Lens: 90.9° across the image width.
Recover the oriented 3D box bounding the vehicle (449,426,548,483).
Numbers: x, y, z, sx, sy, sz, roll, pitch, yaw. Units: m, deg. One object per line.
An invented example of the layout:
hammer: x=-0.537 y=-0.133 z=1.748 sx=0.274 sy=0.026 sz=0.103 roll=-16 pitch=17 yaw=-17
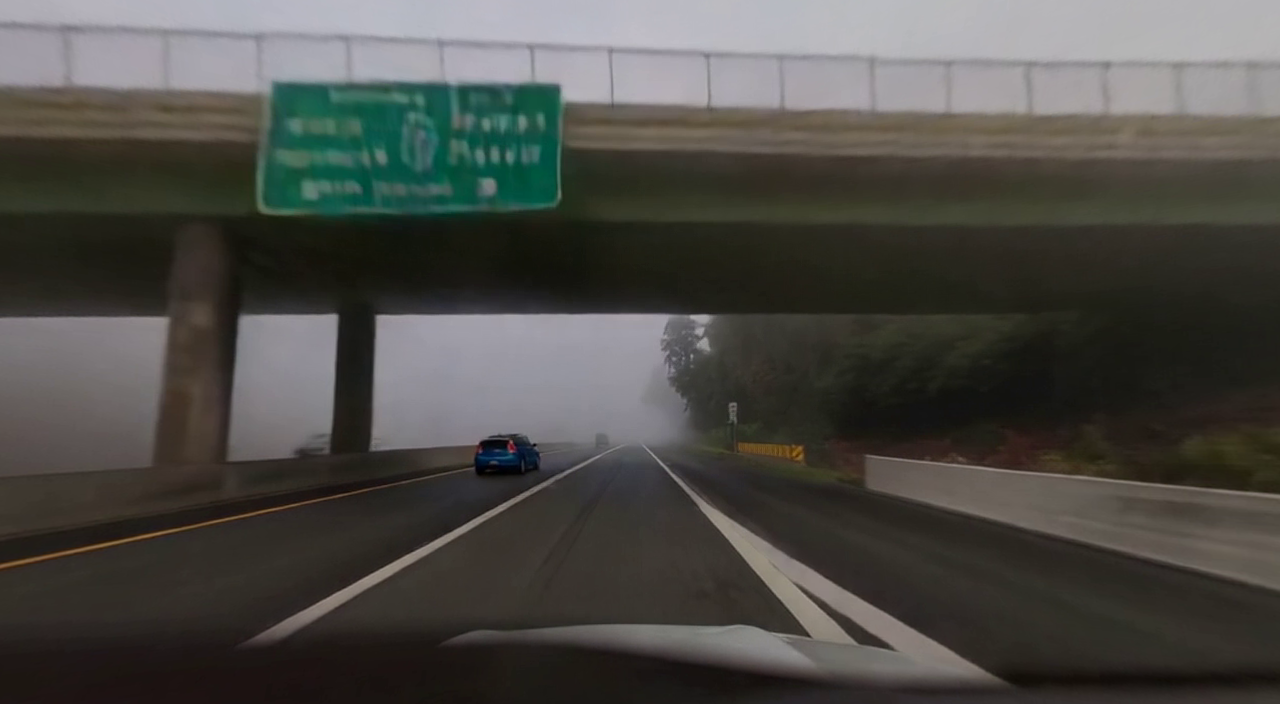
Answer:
vehicle: x=-4.361 y=3.223 z=20.265 sx=2.086 sy=1.624 sz=4.607 roll=0 pitch=-8 yaw=0

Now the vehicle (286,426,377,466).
vehicle: x=-13.653 y=4.178 z=28.190 sx=1.945 sy=1.625 sz=4.197 roll=0 pitch=-8 yaw=0
